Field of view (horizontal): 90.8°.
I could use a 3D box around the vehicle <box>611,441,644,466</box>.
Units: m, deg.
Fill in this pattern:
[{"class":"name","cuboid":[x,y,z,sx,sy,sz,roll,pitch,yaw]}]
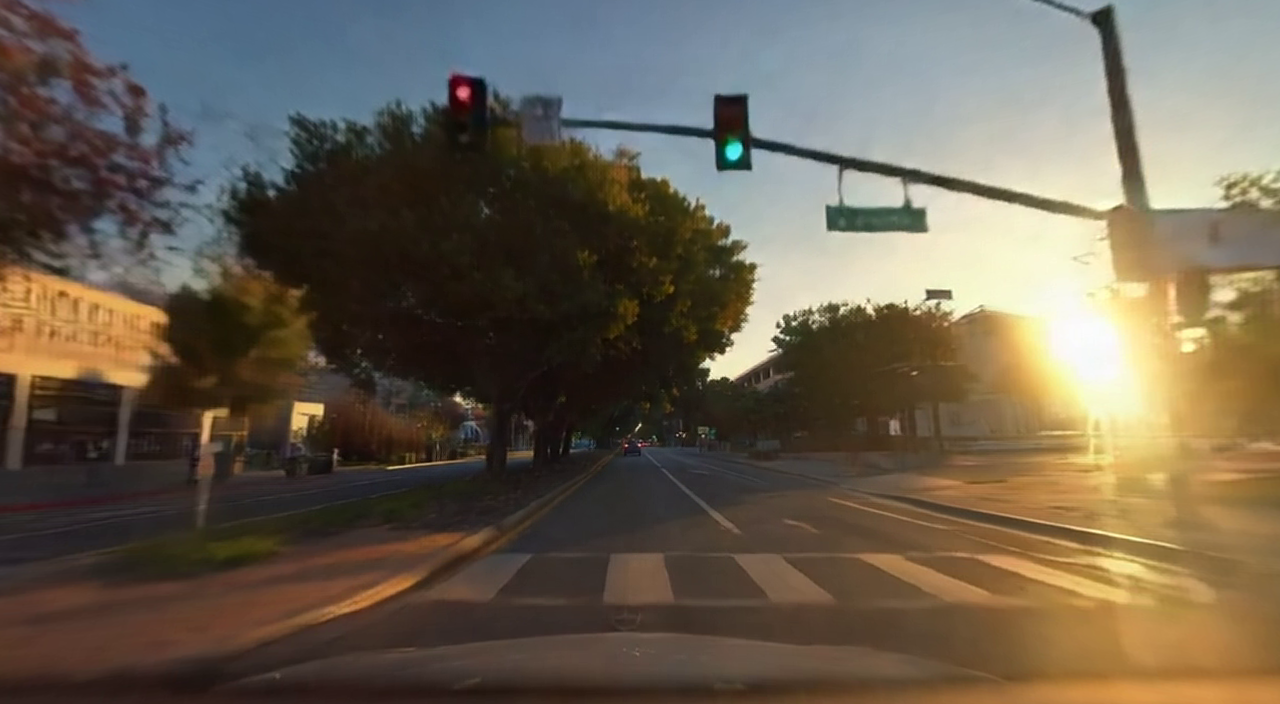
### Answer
[{"class":"vehicle","cuboid":[-0.828,6.609,41.306,2.045,1.510,3.690,0,-9,-2]}]
